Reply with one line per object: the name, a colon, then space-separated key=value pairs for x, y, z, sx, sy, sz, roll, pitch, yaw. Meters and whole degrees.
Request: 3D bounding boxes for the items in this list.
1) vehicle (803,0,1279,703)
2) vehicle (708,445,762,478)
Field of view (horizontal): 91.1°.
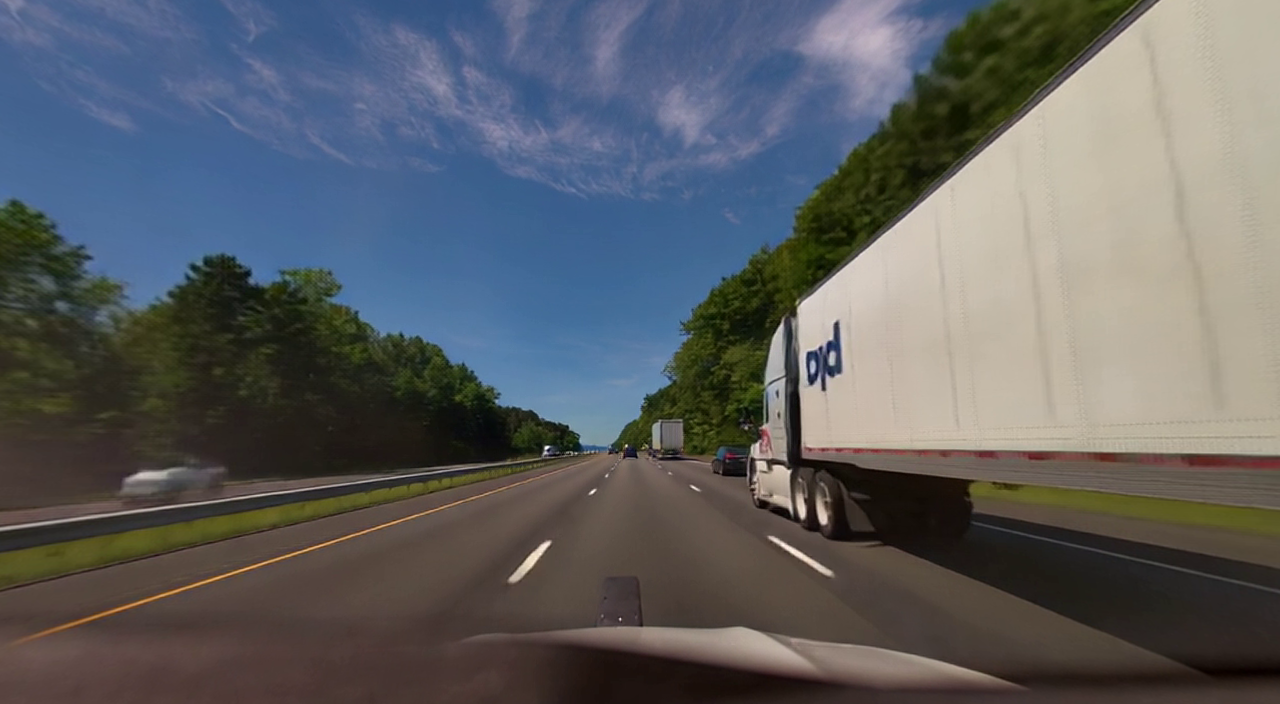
vehicle: x=4.073 y=-0.358 z=2.338 sx=2.973 sy=4.007 sz=14.076 roll=0 pitch=-9 yaw=-1
vehicle: x=4.605 y=5.368 z=31.029 sx=1.910 sy=1.474 sz=3.776 roll=0 pitch=-9 yaw=-2
